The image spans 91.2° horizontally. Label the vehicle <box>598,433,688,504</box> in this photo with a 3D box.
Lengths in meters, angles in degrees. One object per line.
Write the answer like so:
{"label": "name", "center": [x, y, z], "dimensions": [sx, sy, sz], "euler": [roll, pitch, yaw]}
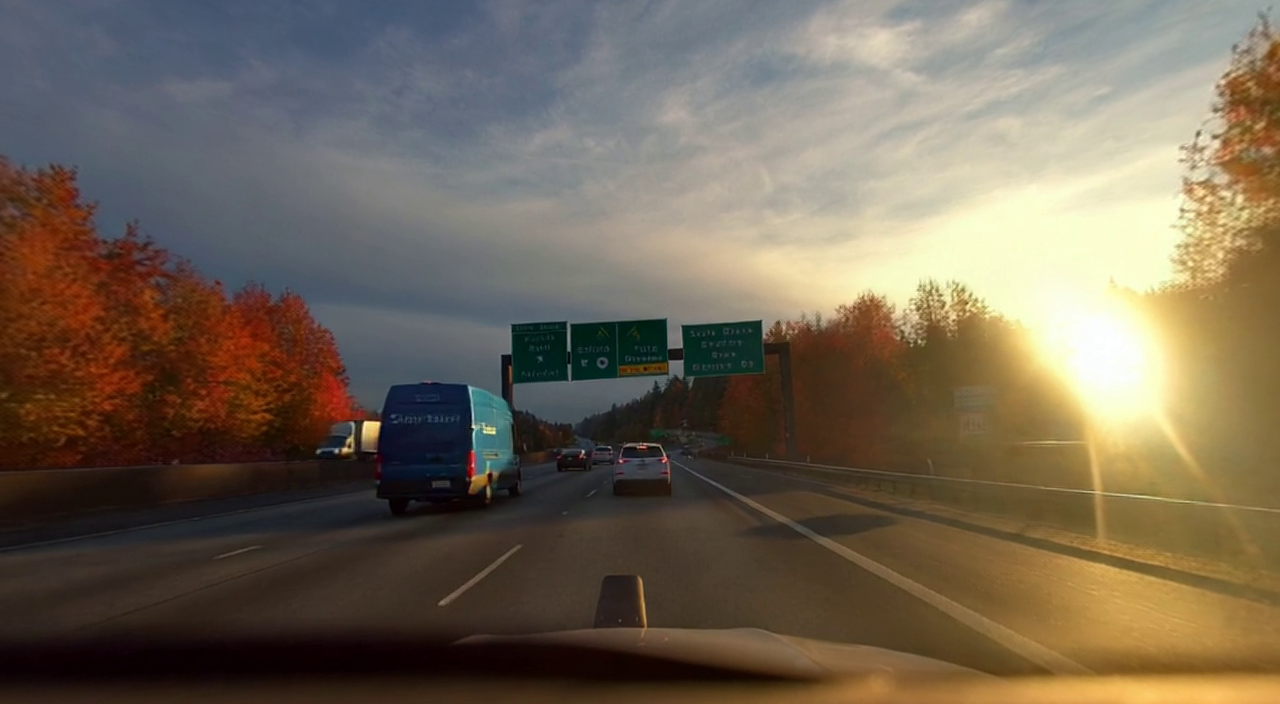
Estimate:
{"label": "vehicle", "center": [0.095, 3.147, 17.284], "dimensions": [2.195, 1.679, 4.070], "euler": [0, -9, 1]}

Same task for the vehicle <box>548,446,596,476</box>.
{"label": "vehicle", "center": [-3.612, 5.888, 33.985], "dimensions": [2.015, 1.496, 4.312], "euler": [0, -9, 1]}

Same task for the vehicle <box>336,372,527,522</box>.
{"label": "vehicle", "center": [-4.272, 2.145, 14.260], "dimensions": [2.275, 2.692, 5.810], "euler": [0, -9, 0]}
